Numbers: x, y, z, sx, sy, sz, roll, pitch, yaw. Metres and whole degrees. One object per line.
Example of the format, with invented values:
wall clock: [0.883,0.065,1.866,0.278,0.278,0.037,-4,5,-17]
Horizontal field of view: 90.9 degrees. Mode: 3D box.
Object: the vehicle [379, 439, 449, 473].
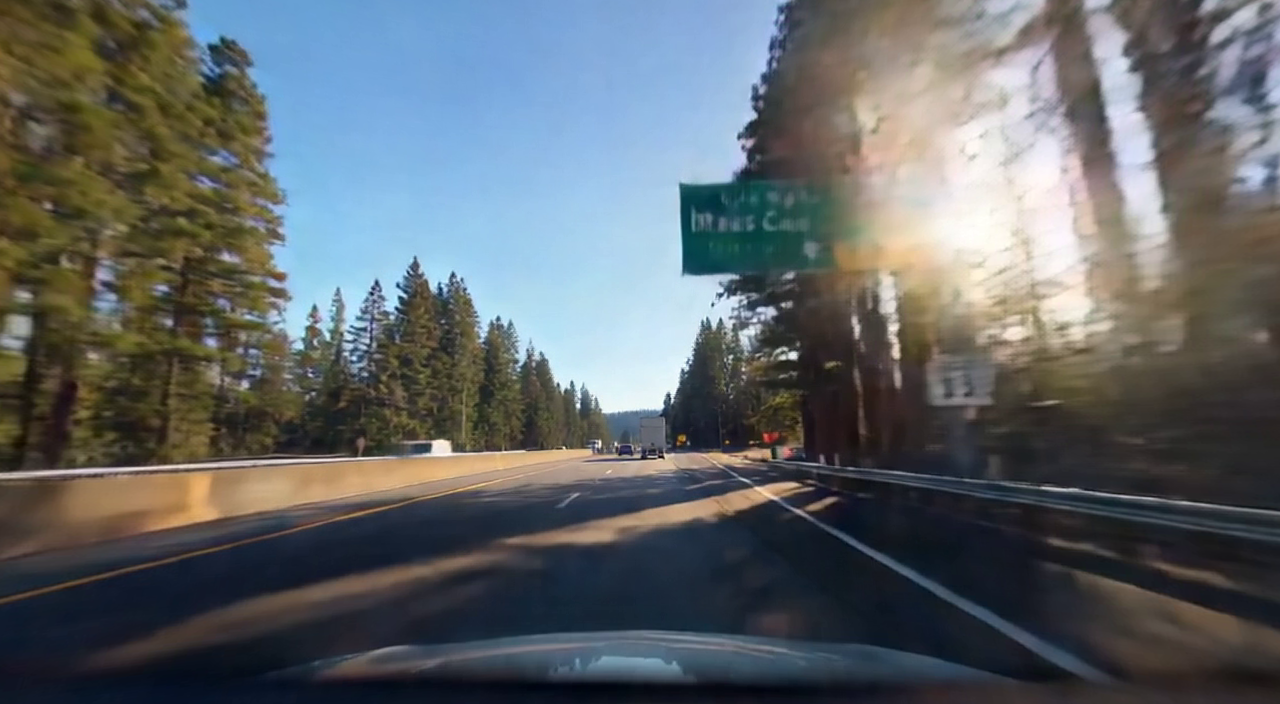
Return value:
vehicle: [-11.313,5.218,31.921,1.959,1.563,4.426,0,-8,0]
